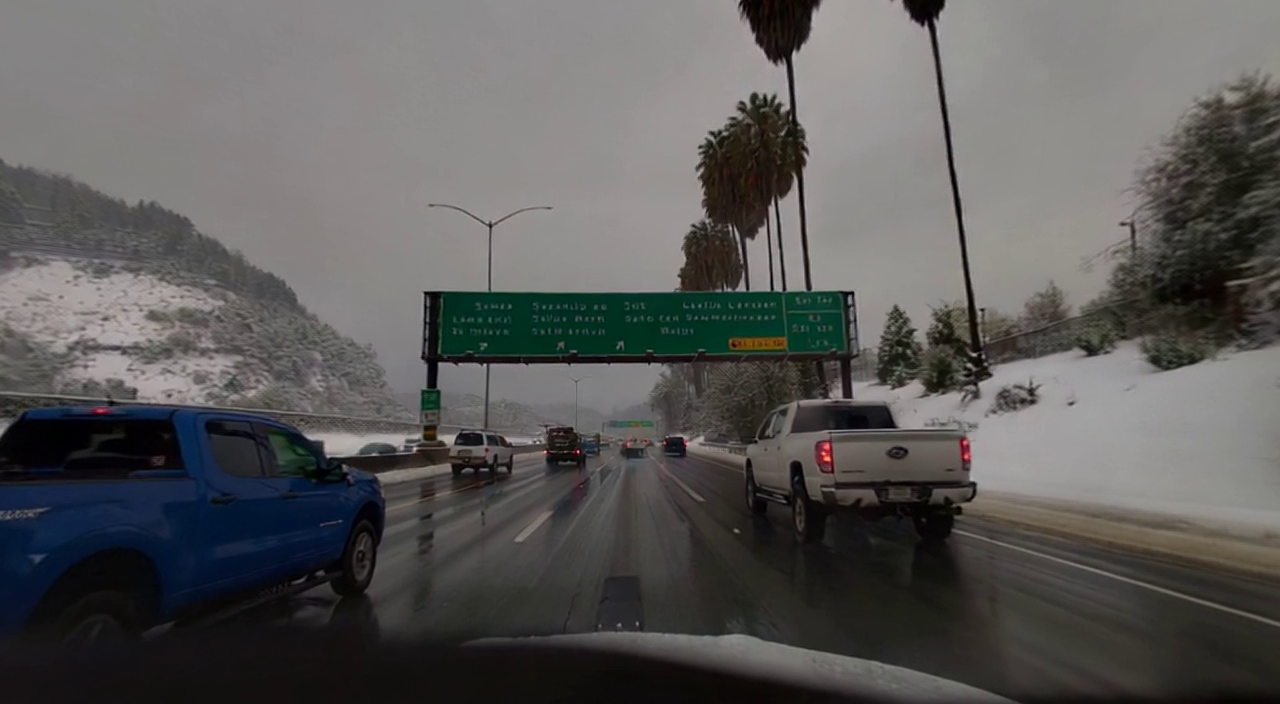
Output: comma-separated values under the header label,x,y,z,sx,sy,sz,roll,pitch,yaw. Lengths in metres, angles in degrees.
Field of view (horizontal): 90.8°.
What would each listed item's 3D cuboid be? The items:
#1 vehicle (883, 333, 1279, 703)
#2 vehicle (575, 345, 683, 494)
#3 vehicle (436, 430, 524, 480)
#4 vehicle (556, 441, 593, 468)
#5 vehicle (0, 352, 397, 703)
label,x,y,z,sx,sy,sz,roll,pitch,yaw
vehicle,3.169,0.803,3.267,1.859,1.416,4.695,0,-9,-1
vehicle,-0.207,2.614,22.511,2.906,4.040,10.743,0,-9,1
vehicle,-6.863,4.491,27.865,2.344,1.954,5.579,0,-9,1
vehicle,-3.883,6.170,38.132,1.874,1.475,4.328,0,-9,-1
vehicle,-3.212,1.075,3.767,1.885,1.654,4.103,0,-9,0
